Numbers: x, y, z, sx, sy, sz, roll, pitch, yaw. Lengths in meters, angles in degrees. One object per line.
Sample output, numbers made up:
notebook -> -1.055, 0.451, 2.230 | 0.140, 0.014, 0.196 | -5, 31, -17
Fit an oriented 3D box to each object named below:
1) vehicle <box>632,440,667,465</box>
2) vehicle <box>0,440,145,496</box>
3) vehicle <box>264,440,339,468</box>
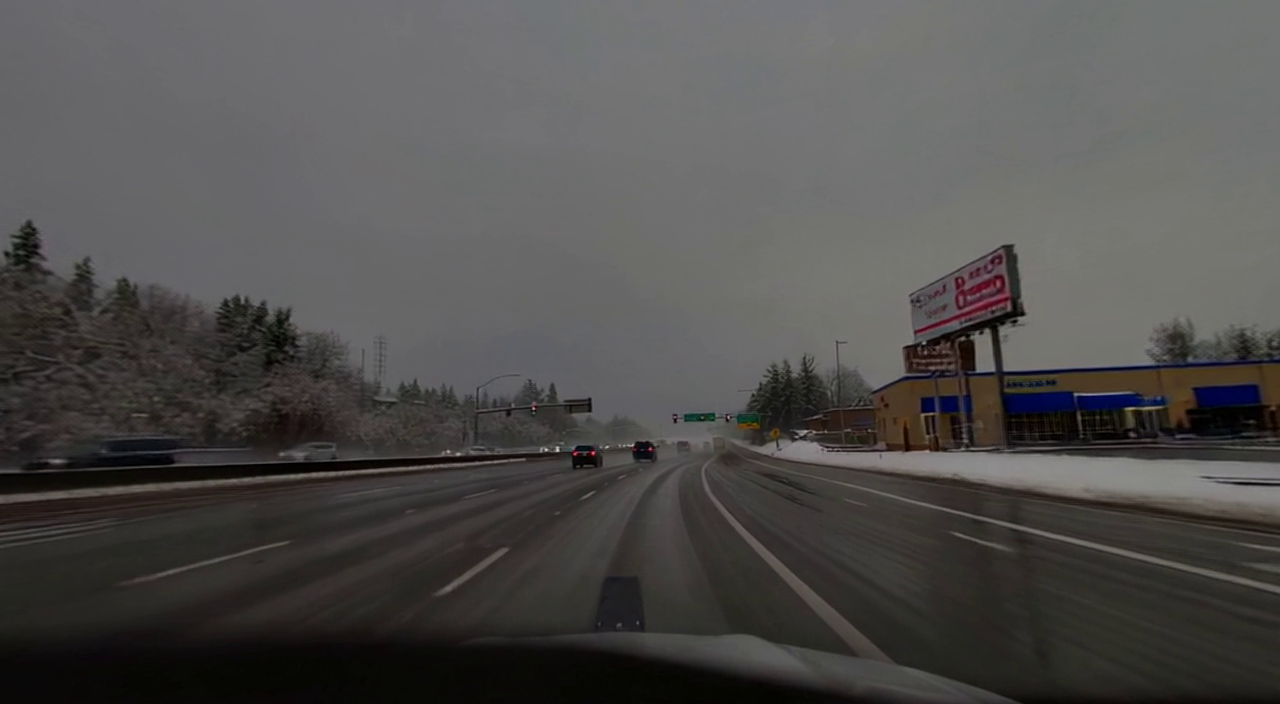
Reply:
vehicle -> 0.760, 7.504, 47.326 | 2.139, 1.782, 4.079 | -1, -8, 7
vehicle -> -17.966, 3.431, 19.092 | 1.941, 1.475, 4.722 | -1, -8, 4
vehicle -> -22.086, 6.652, 41.442 | 2.090, 1.720, 4.470 | -1, -8, 7
